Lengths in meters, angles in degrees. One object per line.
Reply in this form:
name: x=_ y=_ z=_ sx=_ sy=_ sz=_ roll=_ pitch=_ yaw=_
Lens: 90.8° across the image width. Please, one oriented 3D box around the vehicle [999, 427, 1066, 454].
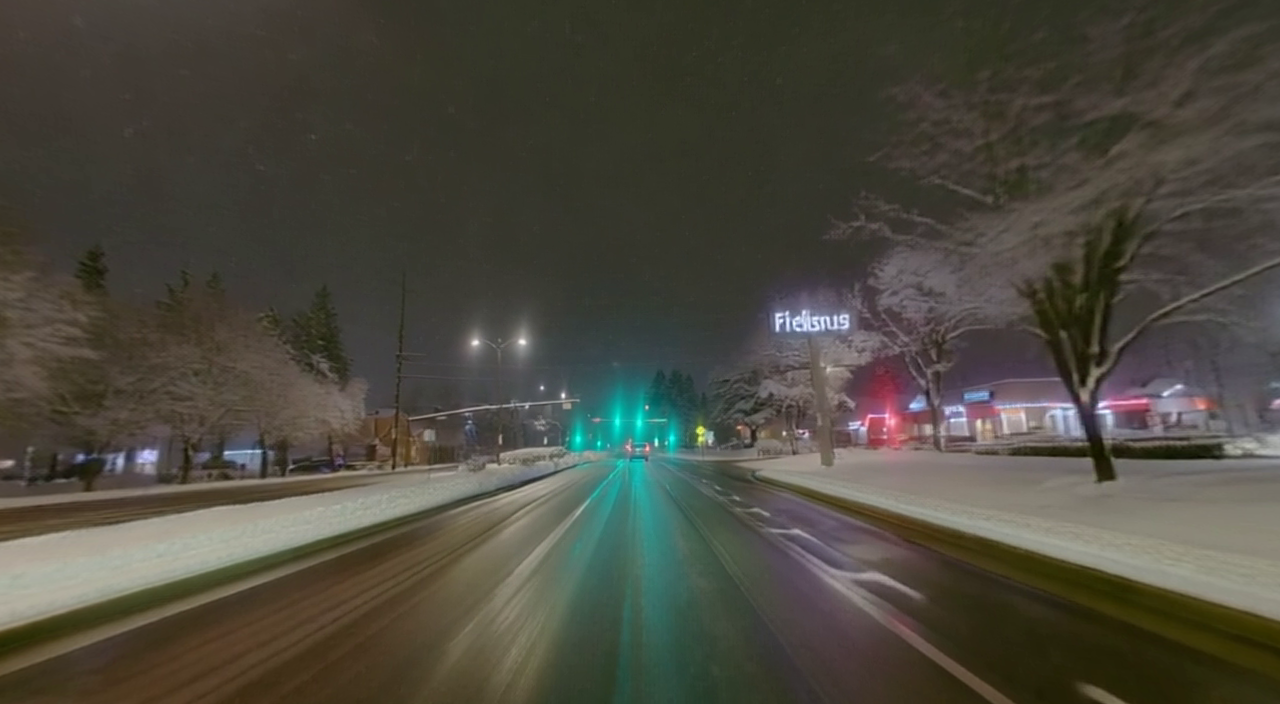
vehicle: x=30.875 y=7.051 z=49.869 sx=1.966 sy=1.767 sz=4.697 roll=-4 pitch=-10 yaw=-2
